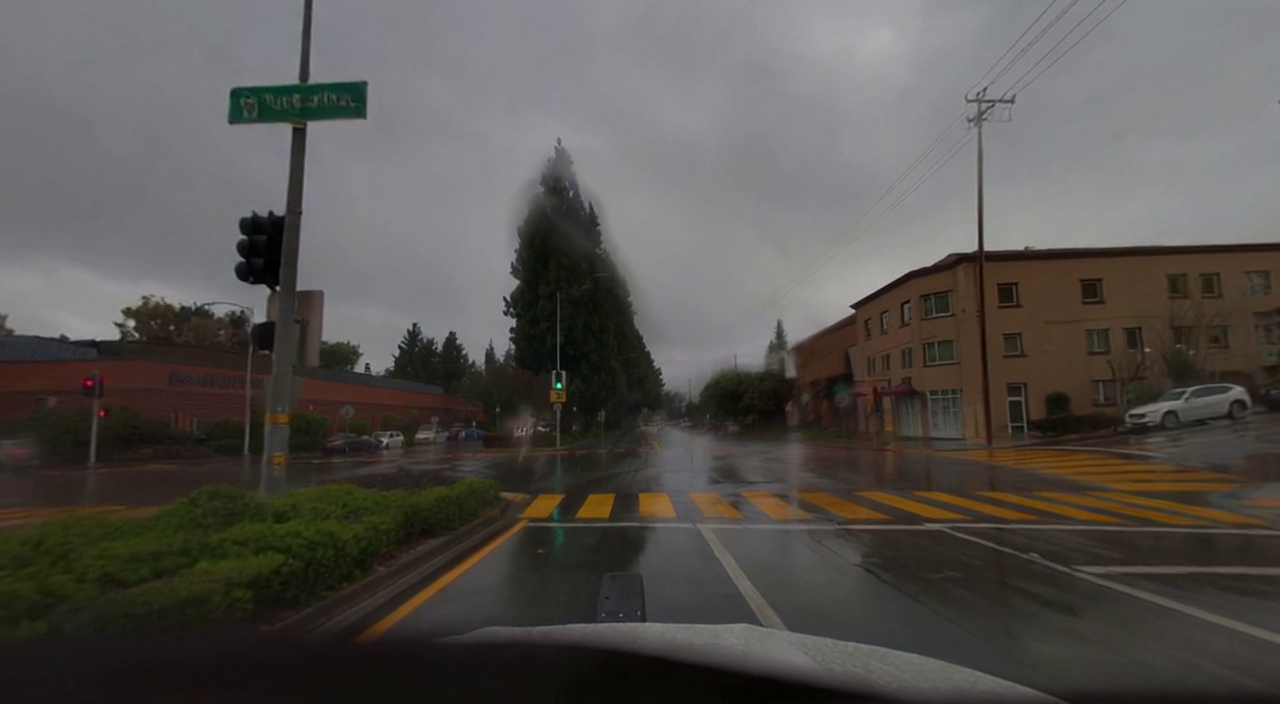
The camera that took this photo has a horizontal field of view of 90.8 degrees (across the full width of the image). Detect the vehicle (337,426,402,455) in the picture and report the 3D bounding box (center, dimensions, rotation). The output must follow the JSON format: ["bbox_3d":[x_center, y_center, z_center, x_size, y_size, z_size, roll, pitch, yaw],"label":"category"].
[{"bbox_3d":[-18.383,6.075,43.241,2.225,1.871,5.189,0,-9,0],"label":"vehicle"}]

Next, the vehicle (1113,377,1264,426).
[{"bbox_3d":[22.280,1.990,25.774,4.531,1.753,1.964,-2,-2,-5],"label":"vehicle"}]

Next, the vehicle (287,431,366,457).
[{"bbox_3d":[-18.165,5.388,36.900,1.939,1.430,5.533,0,-9,-2],"label":"vehicle"}]
